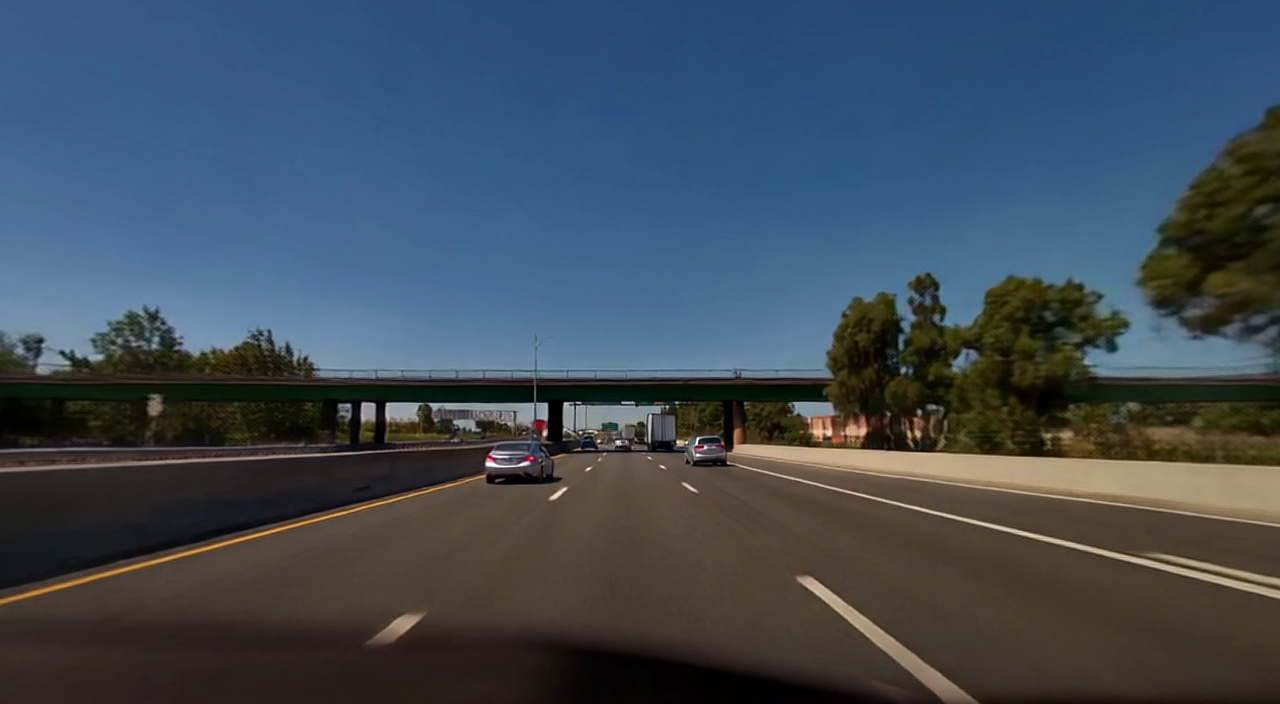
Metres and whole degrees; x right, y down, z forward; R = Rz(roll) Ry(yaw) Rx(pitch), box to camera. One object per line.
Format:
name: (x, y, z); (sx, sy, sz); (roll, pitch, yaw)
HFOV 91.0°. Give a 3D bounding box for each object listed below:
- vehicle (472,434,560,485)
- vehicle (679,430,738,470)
vehicle: (-3.964, 3.510, 20.967); (2.064, 1.479, 4.370); (0, -8, 0)
vehicle: (2.981, 4.372, 28.338); (2.001, 1.625, 4.088); (0, -8, -2)
